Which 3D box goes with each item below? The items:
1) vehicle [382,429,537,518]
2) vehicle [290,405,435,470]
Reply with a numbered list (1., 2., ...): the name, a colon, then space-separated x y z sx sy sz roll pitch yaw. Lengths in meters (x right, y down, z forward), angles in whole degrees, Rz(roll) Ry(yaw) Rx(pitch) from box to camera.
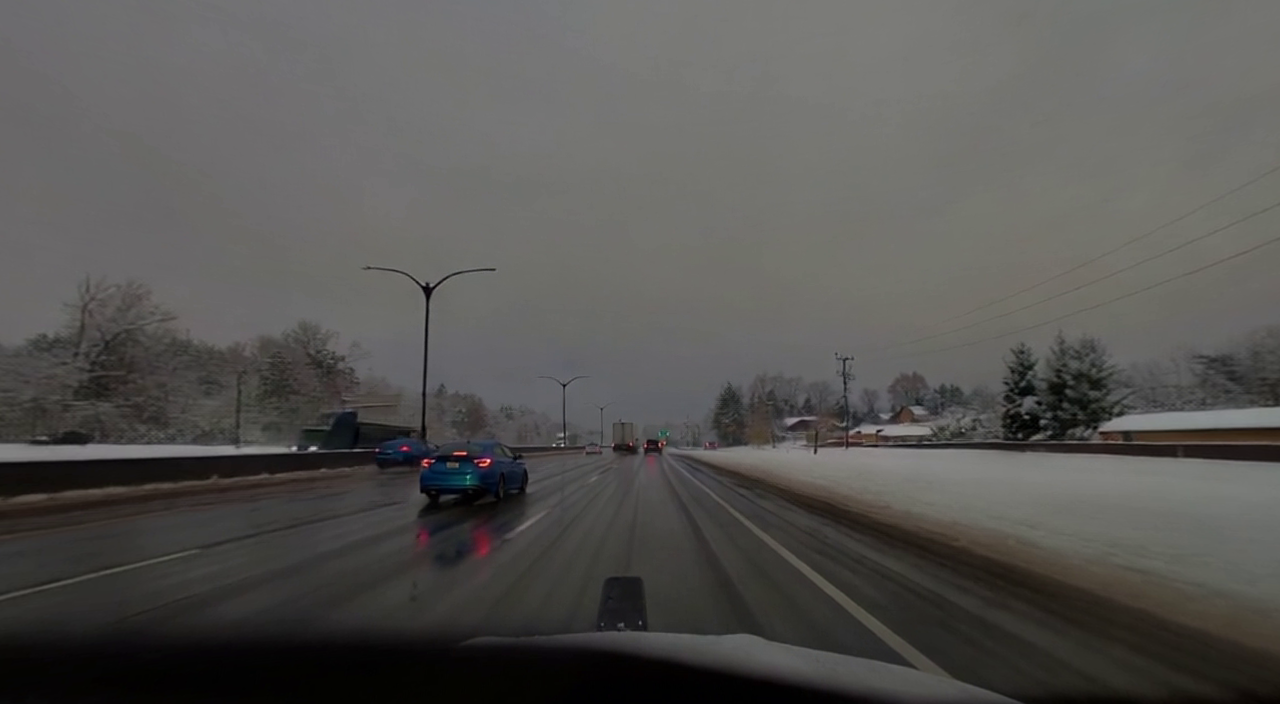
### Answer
1. vehicle: -3.431 2.374 12.776 1.953 1.511 3.704 -1 -8 2
2. vehicle: -17.567 5.719 41.790 2.945 3.489 14.127 -1 -8 2
